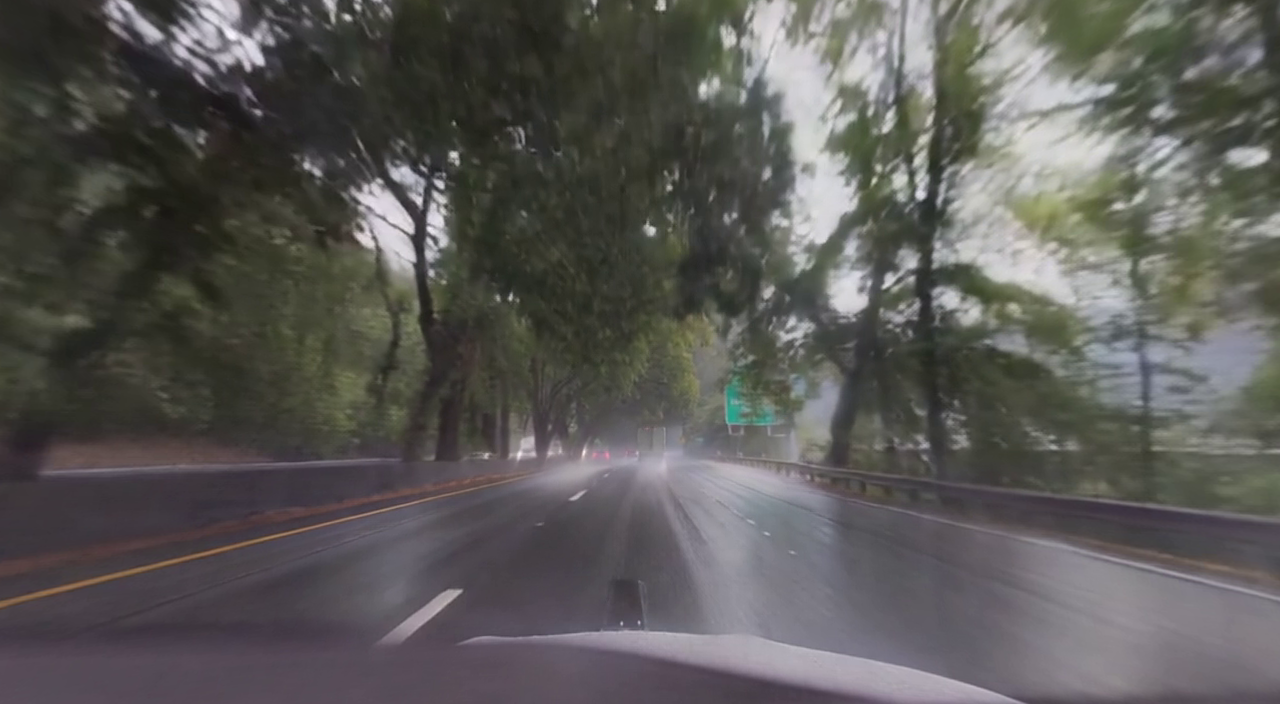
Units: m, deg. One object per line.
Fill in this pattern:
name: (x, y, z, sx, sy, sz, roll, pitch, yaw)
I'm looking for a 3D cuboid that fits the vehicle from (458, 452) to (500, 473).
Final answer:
vehicle: (-11.691, 8.045, 46.020, 1.953, 1.454, 3.938, 0, -9, 1)
